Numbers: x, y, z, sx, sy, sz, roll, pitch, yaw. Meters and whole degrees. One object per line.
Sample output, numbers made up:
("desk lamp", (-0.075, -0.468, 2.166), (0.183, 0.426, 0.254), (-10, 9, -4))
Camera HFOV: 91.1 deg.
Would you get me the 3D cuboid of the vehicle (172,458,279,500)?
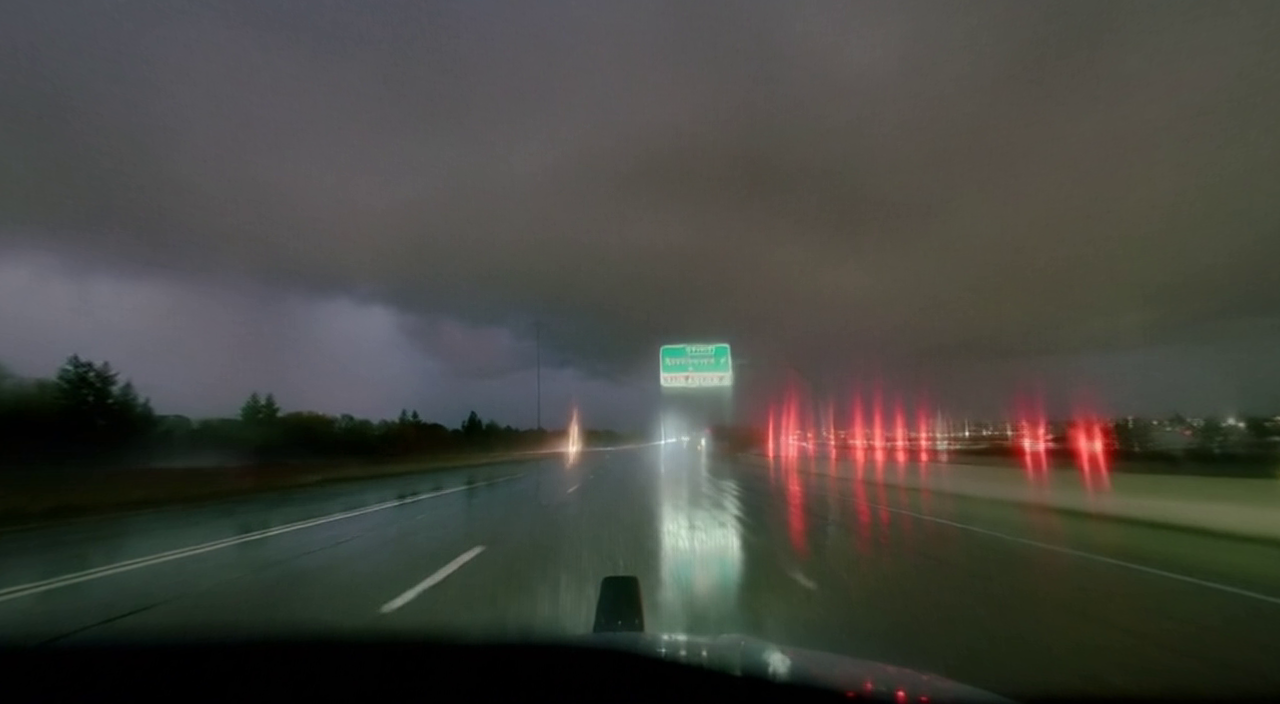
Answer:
("vehicle", (-16.243, 4.966, 24.868), (1.733, 1.438, 3.647), (0, -9, 0))
